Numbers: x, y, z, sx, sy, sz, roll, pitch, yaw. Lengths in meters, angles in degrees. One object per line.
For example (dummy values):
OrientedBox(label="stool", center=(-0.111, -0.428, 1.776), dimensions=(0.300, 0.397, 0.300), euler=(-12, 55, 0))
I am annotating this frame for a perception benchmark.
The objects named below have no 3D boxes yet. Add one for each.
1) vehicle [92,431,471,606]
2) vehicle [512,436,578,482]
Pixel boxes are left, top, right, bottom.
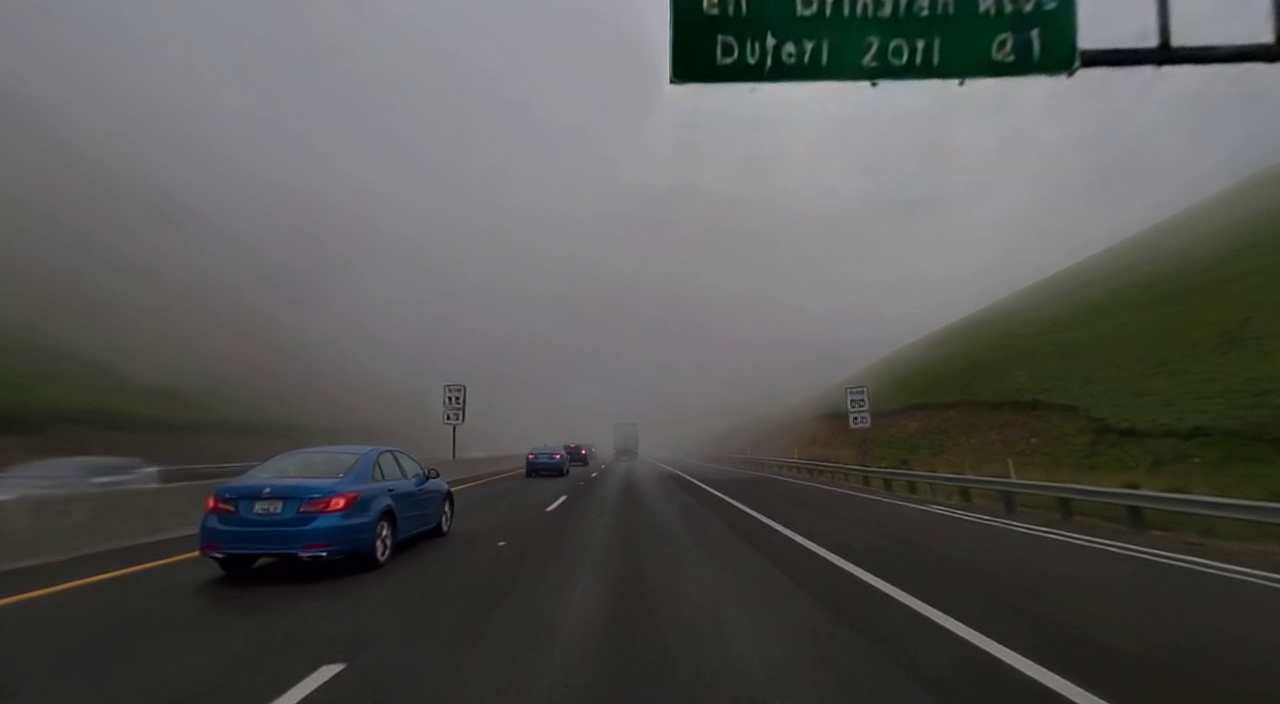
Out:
OrientedBox(label="vehicle", center=(-3.635, 1.747, 7.638), dimensions=(1.988, 1.440, 4.504), euler=(0, -9, -1))
OrientedBox(label="vehicle", center=(-3.848, 4.412, 26.230), dimensions=(2.073, 1.694, 4.162), euler=(-1, -9, 0))
